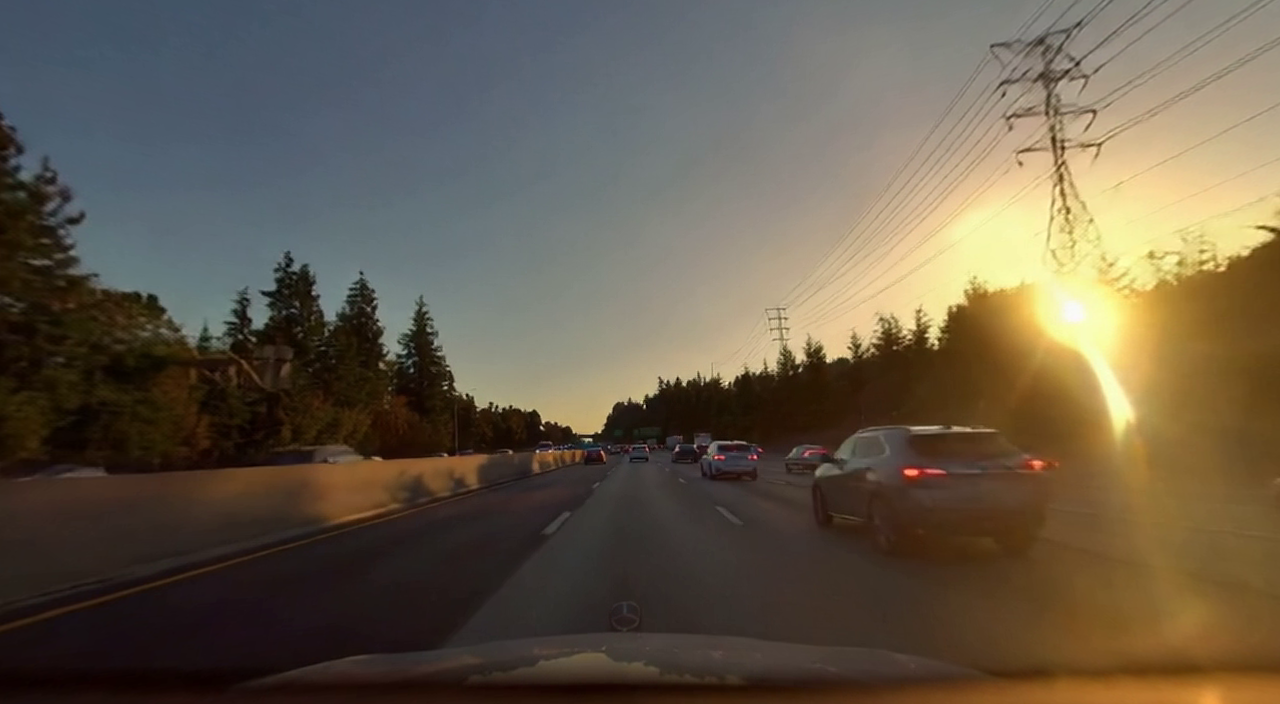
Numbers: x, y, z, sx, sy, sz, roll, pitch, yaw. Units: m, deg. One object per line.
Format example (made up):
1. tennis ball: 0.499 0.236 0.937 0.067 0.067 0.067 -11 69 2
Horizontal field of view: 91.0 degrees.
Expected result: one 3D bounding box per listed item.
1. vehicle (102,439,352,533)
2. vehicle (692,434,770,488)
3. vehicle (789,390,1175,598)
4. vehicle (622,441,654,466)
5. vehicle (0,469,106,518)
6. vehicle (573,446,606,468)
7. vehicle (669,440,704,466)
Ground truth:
1. vehicle: -8.571 2.785 13.860 2.007 1.651 5.177 0 -9 0
2. vehicle: 3.249 3.993 23.369 2.111 1.755 4.459 0 -9 -1
3. vehicle: 3.614 1.608 8.044 2.138 1.826 4.783 0 -9 -1
4. vehicle: -0.193 7.757 48.086 2.314 1.796 4.254 0 -9 -1
5. vehicle: -22.258 5.052 22.719 1.849 1.488 4.682 0 -9 -1
6. vehicle: -3.659 7.698 46.454 2.051 1.510 4.373 0 -9 0
7. vehicle: 3.502 7.747 48.346 2.095 1.886 4.727 0 -9 -2
